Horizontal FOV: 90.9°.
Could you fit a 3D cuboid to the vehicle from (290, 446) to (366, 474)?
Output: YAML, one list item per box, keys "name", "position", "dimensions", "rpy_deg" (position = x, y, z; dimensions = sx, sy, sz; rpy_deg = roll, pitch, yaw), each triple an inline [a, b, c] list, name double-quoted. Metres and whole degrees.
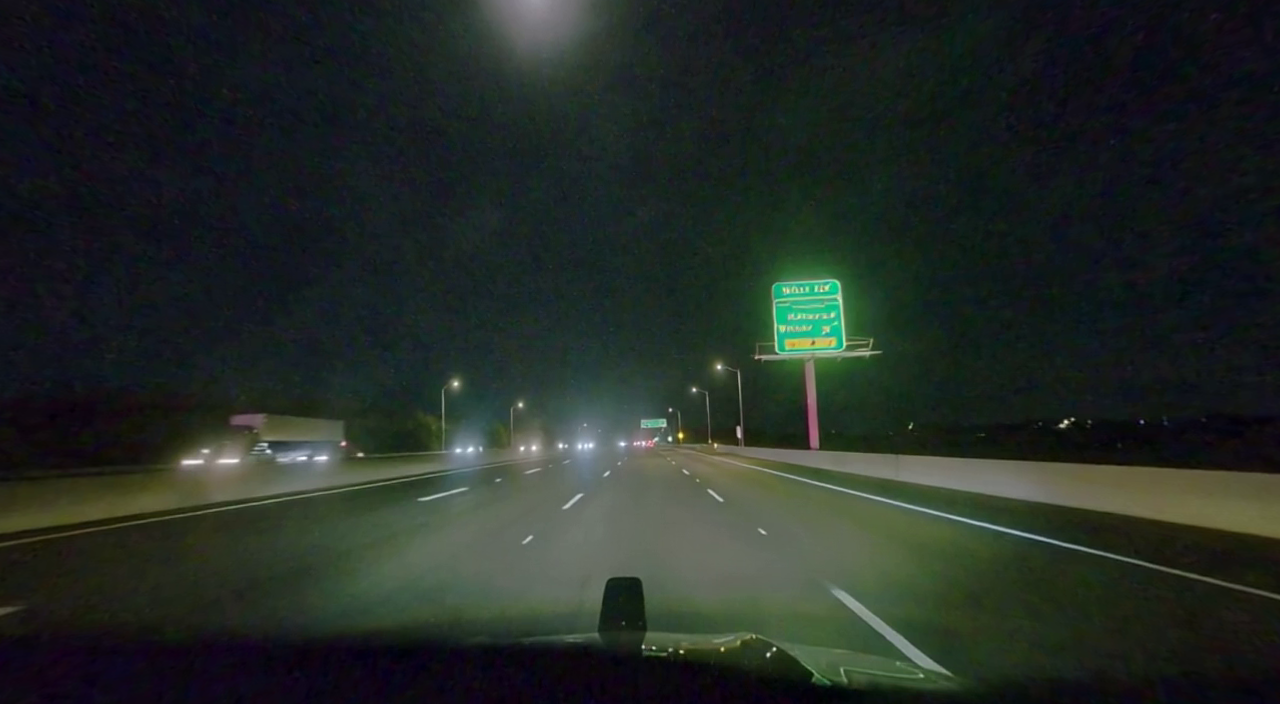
- name: "vehicle"
  position: [-17.512, 6.057, 35.679]
  dimensions: [1.860, 1.452, 4.723]
  rpy_deg: [0, -8, 0]

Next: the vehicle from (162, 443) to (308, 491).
- name: "vehicle"
  position: [-13.742, 3.903, 21.797]
  dimensions: [1.896, 1.451, 4.569]
  rpy_deg: [-1, -8, 2]

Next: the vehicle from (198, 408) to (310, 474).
- name: "vehicle"
  position: [-24.803, 5.786, 41.003]
  dimensions: [2.990, 3.937, 6.402]
  rpy_deg: [0, -8, 1]
